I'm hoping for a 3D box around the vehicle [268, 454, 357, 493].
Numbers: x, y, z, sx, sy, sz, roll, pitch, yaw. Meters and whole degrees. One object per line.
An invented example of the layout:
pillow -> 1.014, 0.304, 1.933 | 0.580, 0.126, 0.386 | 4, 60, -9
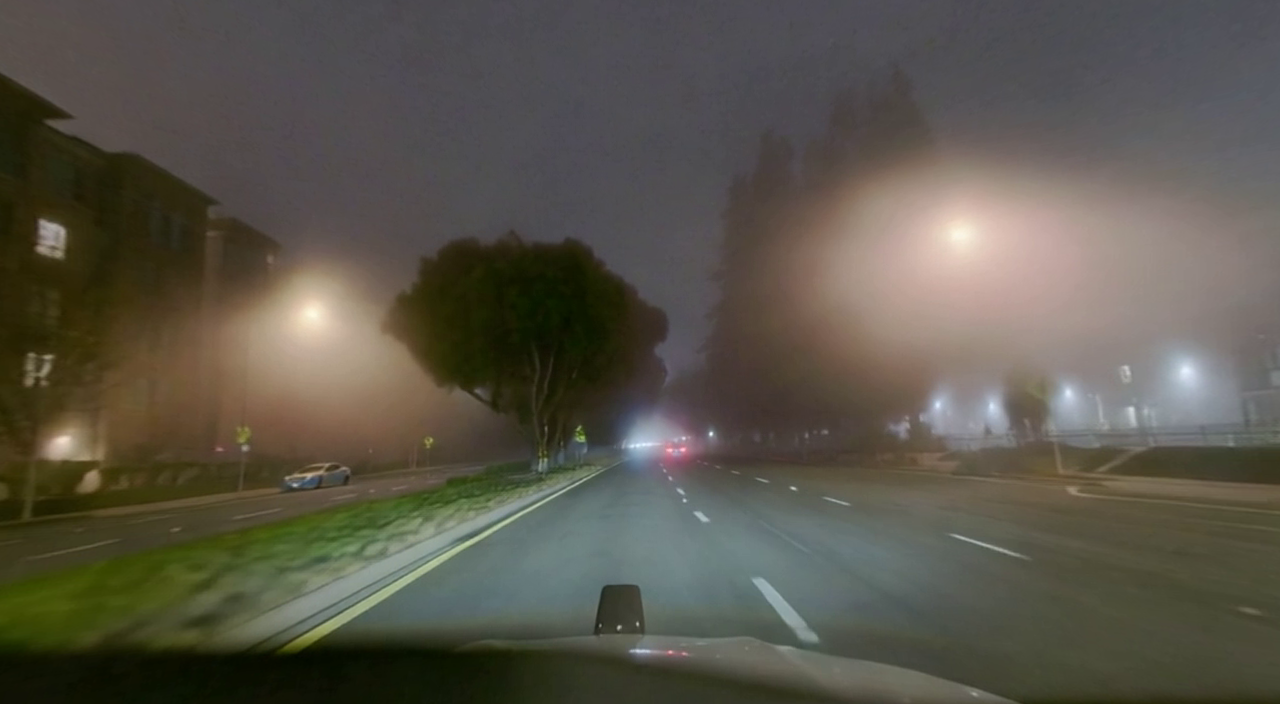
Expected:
vehicle -> -15.927, 5.904, 31.009 | 1.975, 1.629, 4.491 | 0, -8, 0
